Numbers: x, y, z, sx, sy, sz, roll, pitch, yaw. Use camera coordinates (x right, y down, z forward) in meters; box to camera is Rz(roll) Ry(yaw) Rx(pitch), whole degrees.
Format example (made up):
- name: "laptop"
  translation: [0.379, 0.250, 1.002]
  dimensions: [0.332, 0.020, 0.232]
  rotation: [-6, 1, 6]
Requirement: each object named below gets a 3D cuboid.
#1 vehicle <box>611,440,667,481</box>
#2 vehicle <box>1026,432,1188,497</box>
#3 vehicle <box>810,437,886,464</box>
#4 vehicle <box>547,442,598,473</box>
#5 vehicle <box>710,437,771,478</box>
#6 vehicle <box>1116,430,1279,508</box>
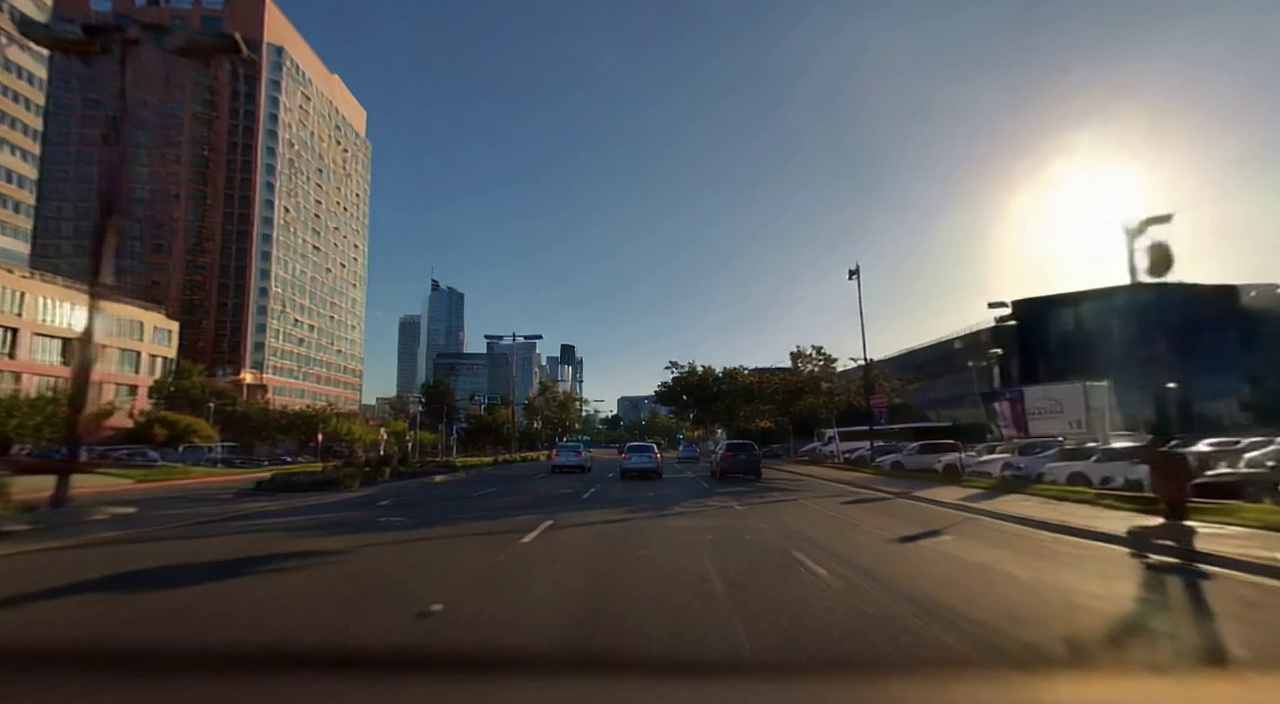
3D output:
- name: "vehicle"
  translation: [-0.016, 4.320, 25.411]
  dimensions: [2.059, 1.477, 3.988]
  rotation: [0, -8, 0]
- name: "vehicle"
  translation: [13.571, 3.192, 18.292]
  dimensions: [4.346, 1.667, 2.022]
  rotation: [4, -10, -29]
- name: "vehicle"
  translation: [15.207, 7.222, 46.302]
  dimensions: [4.775, 1.728, 1.996]
  rotation: [-2, -9, -1]
- name: "vehicle"
  translation: [-3.430, 5.454, 32.908]
  dimensions: [2.029, 1.482, 4.591]
  rotation: [0, -8, 2]
- name: "vehicle"
  translation: [4.379, 4.653, 28.073]
  dimensions: [2.007, 1.683, 4.171]
  rotation: [0, -8, 0]
- name: "vehicle"
  translation: [13.850, 2.789, 15.465]
  dimensions: [4.200, 1.643, 1.909]
  rotation: [5, -10, -31]
